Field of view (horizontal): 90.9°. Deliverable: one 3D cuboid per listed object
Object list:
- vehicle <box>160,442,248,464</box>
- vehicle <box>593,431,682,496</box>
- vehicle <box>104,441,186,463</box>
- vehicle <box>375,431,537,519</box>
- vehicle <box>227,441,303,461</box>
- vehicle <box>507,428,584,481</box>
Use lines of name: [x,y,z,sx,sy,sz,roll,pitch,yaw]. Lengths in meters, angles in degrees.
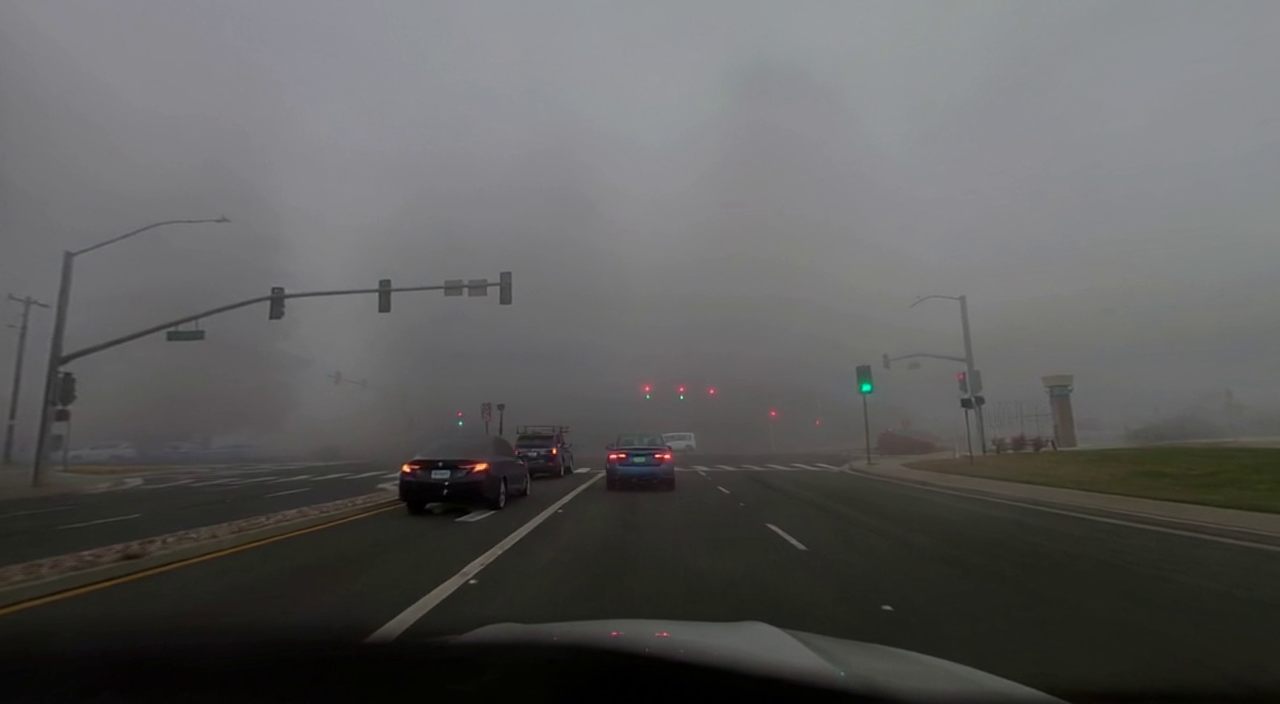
vehicle: [-29.936,6.952,43.397,4.708,1.467,1.819,0,-8,2]
vehicle: [-0.074,2.887,16.654,2.066,1.482,3.923,0,-8,0]
vehicle: [-36.909,7.459,47.059,4.513,1.616,1.899,0,-8,1]
vehicle: [-3.551,2.455,13.200,1.942,1.497,4.561,0,-8,1]
vehicle: [-27.926,7.401,47.040,4.423,1.444,1.836,0,-8,2]
vehicle: [-3.322,3.709,23.032,2.029,1.752,4.420,0,-8,1]
